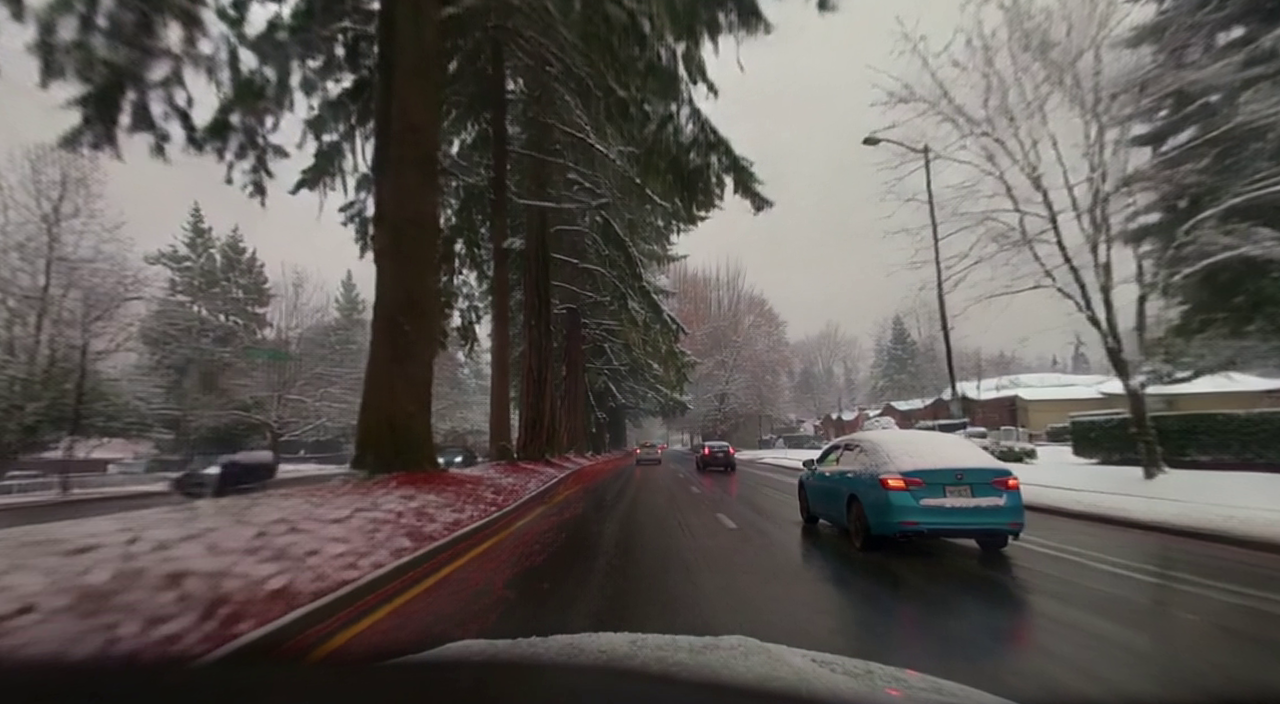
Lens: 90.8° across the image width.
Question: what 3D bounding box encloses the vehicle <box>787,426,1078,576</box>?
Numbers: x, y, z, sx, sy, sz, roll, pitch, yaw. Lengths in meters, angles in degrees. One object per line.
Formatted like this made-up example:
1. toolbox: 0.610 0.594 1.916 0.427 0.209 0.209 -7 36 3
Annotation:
1. vehicle: 3.495 1.850 8.637 1.985 1.529 4.147 0 -9 0

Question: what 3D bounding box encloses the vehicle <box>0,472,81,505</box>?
1. vehicle: -31.133 6.878 31.687 4.279 1.438 2.037 -3 -9 2

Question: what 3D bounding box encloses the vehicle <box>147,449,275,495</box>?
1. vehicle: -18.681 5.208 27.860 2.085 1.794 4.776 0 -9 3

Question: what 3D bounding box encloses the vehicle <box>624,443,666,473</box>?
1. vehicle: 0.252 5.610 33.535 2.082 1.473 4.028 0 -9 1

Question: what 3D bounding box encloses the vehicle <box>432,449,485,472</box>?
1. vehicle: -12.122 7.250 42.502 2.063 1.485 4.756 0 -9 1

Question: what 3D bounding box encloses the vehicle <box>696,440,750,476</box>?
1. vehicle: 4.033 5.206 31.309 2.074 1.652 4.340 0 -9 0
